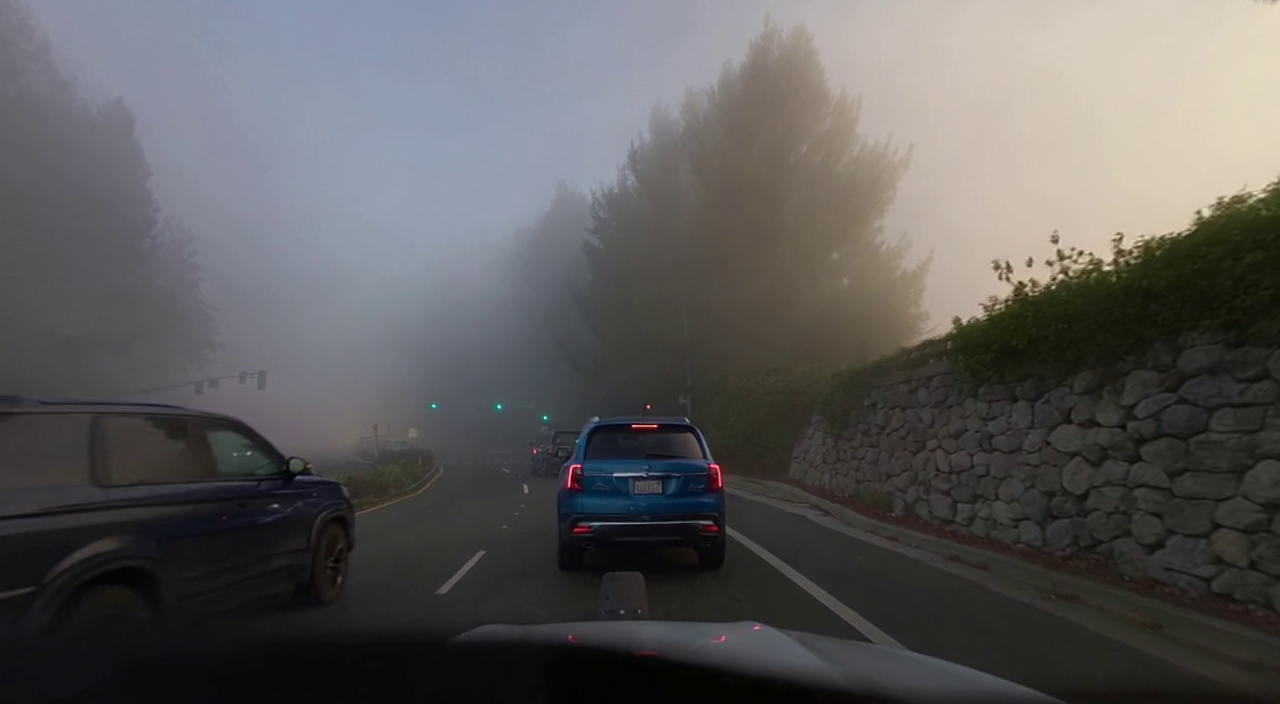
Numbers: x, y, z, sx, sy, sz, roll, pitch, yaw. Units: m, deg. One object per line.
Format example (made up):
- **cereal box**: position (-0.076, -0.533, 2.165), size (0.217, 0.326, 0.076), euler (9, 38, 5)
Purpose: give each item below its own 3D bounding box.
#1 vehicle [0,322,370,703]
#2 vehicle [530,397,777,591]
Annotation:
- **vehicle**: position (-3.437, 0.961, 3.505), size (2.205, 1.716, 4.448), euler (1, -8, -5)
- **vehicle**: position (-0.048, 1.618, 8.051), size (2.287, 1.762, 4.269), euler (1, -8, -5)
